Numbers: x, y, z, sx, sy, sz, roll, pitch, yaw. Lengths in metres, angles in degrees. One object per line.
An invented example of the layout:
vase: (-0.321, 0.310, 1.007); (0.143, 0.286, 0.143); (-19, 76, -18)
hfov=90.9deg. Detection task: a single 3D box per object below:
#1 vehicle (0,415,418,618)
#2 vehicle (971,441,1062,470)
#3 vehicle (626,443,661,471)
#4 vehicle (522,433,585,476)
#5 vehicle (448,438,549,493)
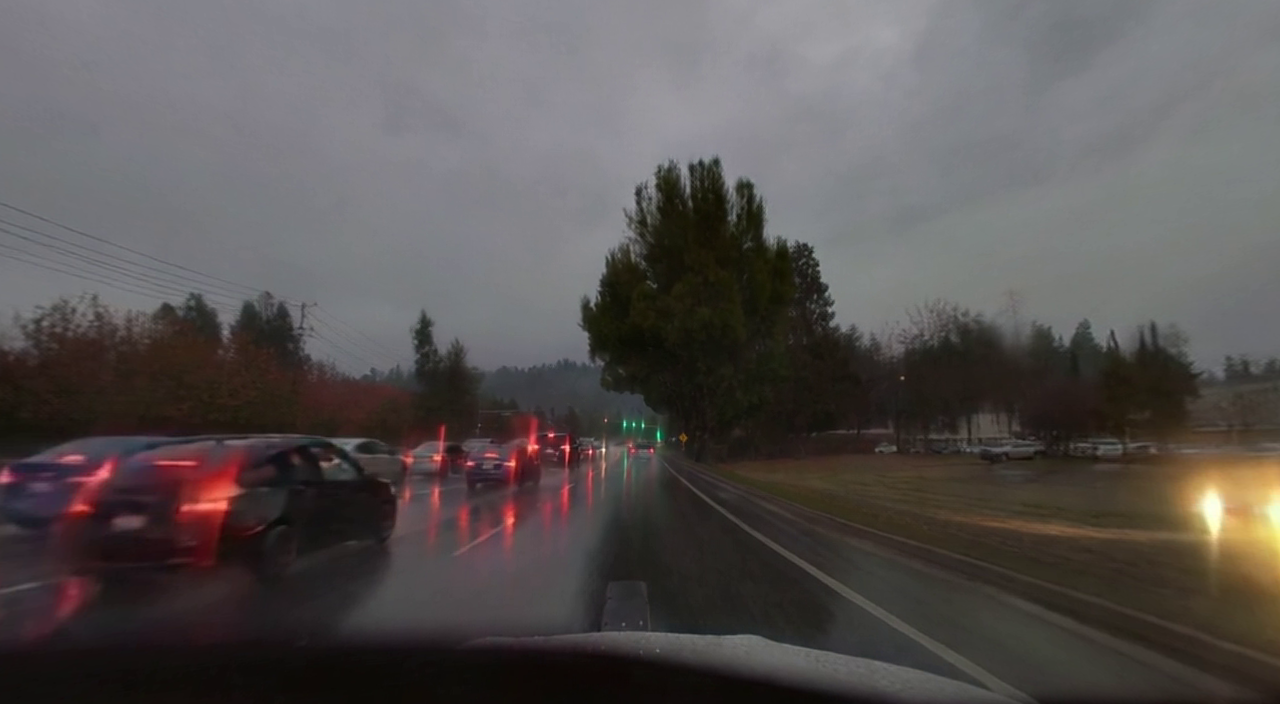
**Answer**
vehicle: (-4.198, 1.553, 6.918); (1.871, 1.502, 4.240); (0, -8, 2)
vehicle: (27.520, 7.565, 46.178); (5.193, 1.955, 2.249); (0, -7, 0)
vehicle: (0.195, 5.935, 35.783); (1.875, 1.453, 3.888); (0, -8, 0)
vehicle: (-3.796, 4.641, 28.692); (2.130, 1.749, 4.904); (0, -8, 1)
vehicle: (-4.145, 3.397, 19.256); (1.975, 1.447, 4.356); (0, -8, 2)
